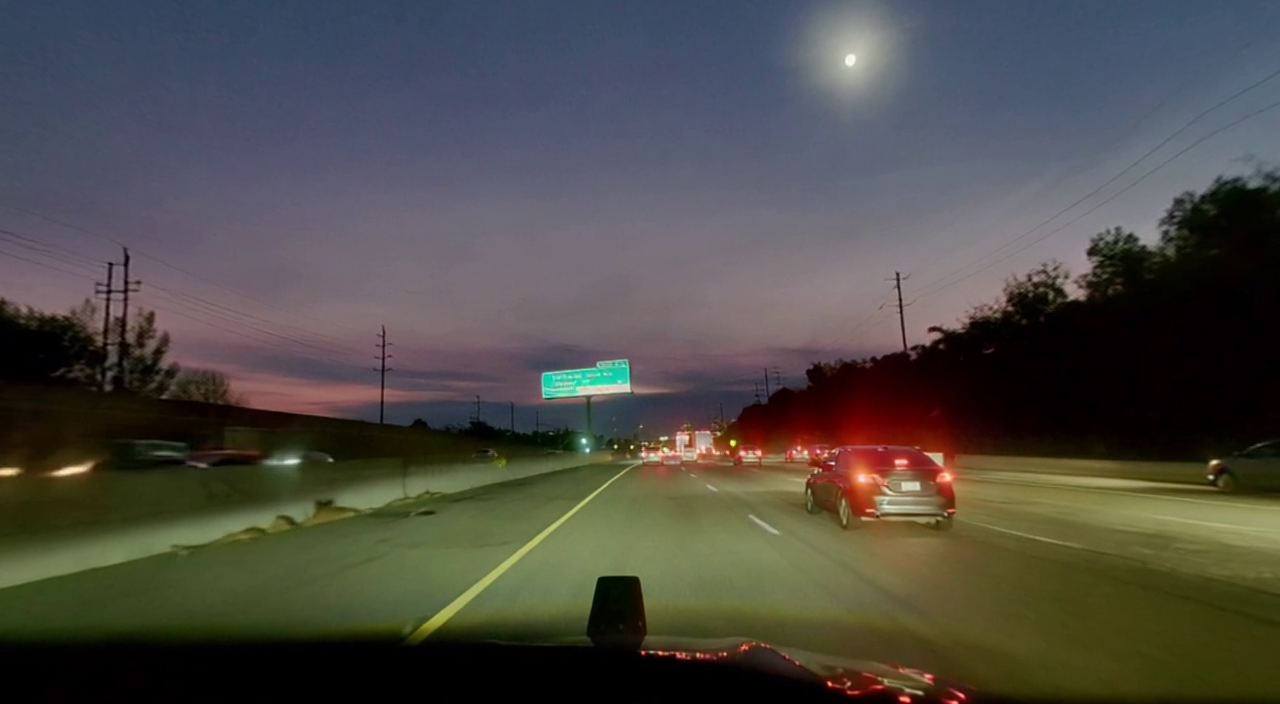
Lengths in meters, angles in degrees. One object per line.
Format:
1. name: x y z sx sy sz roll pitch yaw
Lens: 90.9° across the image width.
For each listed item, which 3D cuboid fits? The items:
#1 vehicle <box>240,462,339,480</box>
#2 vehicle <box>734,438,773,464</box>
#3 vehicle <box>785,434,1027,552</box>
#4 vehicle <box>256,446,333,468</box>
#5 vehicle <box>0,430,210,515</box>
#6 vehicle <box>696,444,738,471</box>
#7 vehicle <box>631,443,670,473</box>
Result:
1. vehicle: -20.082 6.847 36.490 2.456 0.778 5.571 -1 -8 2
2. vehicle: 8.350 7.359 46.834 2.041 1.821 4.562 0 -8 0
3. vehicle: 3.895 2.116 10.275 1.986 1.478 4.429 0 -8 0
4. vehicle: -20.105 6.111 36.961 1.767 1.188 4.702 0 -8 2
5. vehicle: -14.296 3.046 16.619 2.080 1.857 5.305 0 -8 1
6. vehicle: 4.459 6.137 37.015 1.936 1.465 4.060 0 -8 0
7. vehicle: 0.577 5.934 35.445 2.042 1.581 3.769 0 -8 1
